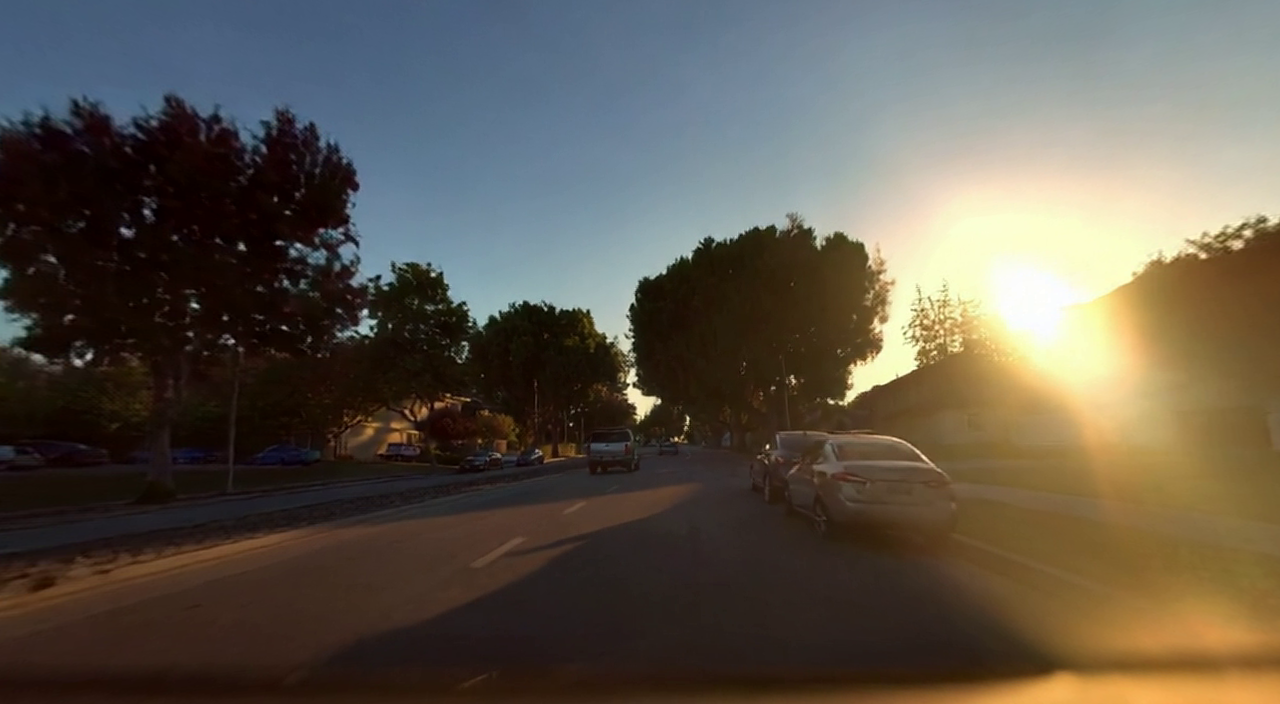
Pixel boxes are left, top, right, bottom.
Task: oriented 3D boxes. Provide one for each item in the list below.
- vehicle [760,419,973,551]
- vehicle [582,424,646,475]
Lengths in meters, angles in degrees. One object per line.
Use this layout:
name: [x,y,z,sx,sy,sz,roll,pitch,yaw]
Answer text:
vehicle: [3.292,2.027,10.300,2.040,1.643,4.446,-1,-9,3]
vehicle: [-1.082,4.463,29.015,2.085,2.084,5.133,-1,-9,7]
